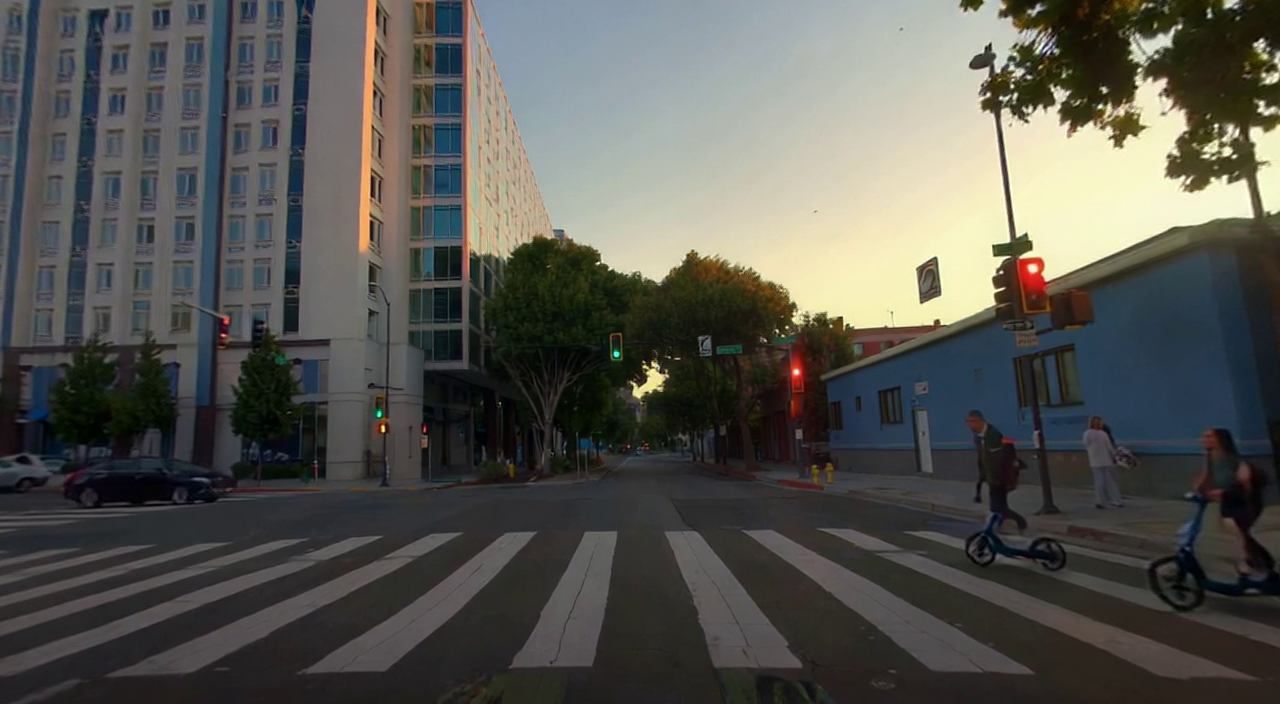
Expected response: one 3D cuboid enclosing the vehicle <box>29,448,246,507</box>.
[{"bbox_3d":[-14.993,3.741,19.131,4.641,1.616,2.051,1,-8,-6],"label":"vehicle"}]
